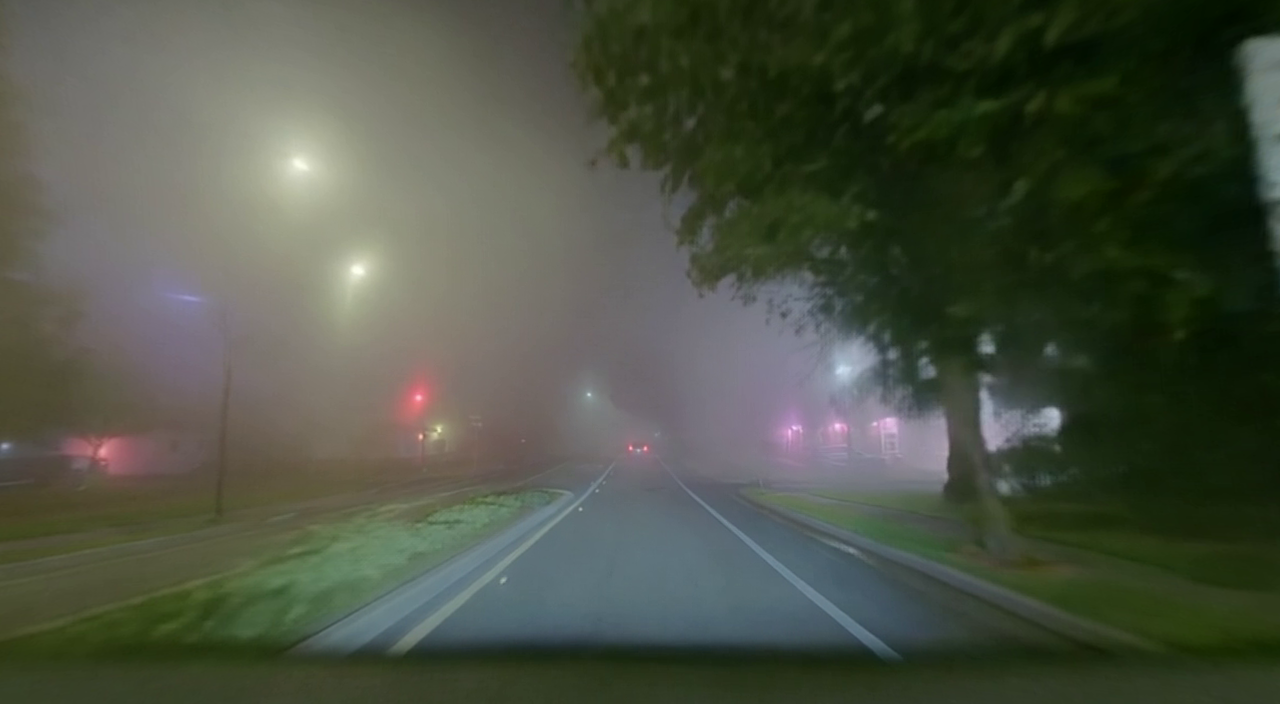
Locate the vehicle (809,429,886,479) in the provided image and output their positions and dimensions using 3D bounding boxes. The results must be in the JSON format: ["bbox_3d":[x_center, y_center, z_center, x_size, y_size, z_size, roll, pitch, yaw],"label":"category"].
[{"bbox_3d":[11.128,5.615,34.252,2.001,1.744,4.449,-4,-18,-9],"label":"vehicle"}]
